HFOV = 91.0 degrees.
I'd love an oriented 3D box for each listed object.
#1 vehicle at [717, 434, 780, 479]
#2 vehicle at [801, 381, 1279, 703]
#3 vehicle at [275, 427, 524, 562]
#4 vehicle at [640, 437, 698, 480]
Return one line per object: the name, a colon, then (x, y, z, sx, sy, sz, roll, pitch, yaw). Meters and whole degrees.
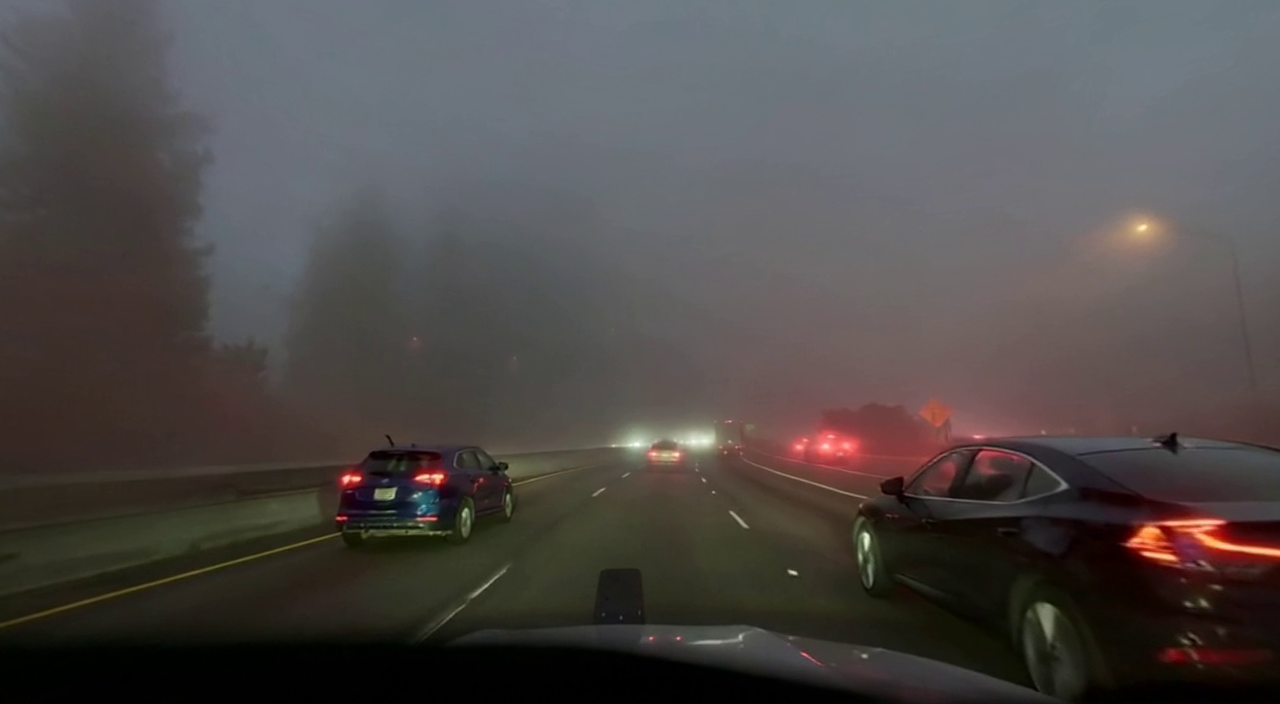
vehicle: (4.391, 4.301, 26.148, 2.076, 1.684, 4.241, 0, -9, 3)
vehicle: (2.608, 1.165, 3.907, 2.009, 1.489, 4.559, 0, -9, 0)
vehicle: (-3.219, 2.007, 9.621, 1.937, 1.558, 4.469, 0, -9, 1)
vehicle: (1.187, 4.327, 25.792, 2.201, 1.614, 3.803, -1, -9, 3)
